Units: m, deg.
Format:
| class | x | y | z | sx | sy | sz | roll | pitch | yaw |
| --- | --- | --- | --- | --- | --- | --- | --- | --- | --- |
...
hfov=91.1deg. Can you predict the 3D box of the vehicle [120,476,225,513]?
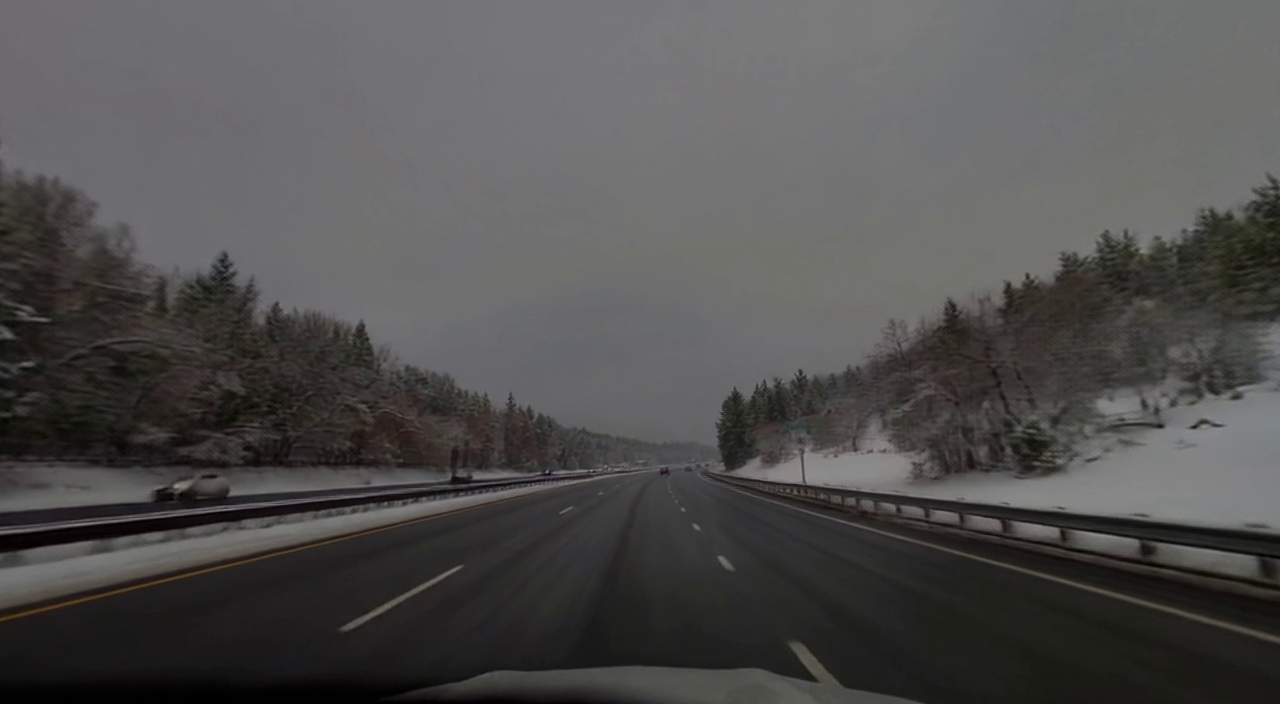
| class | x | y | z | sx | sy | sz | roll | pitch | yaw |
| --- | --- | --- | --- | --- | --- | --- | --- | --- | --- |
| vehicle | -20.962 | 6.386 | 28.359 | 1.694 | 1.432 | 3.833 | 1 | -11 | 1 |
